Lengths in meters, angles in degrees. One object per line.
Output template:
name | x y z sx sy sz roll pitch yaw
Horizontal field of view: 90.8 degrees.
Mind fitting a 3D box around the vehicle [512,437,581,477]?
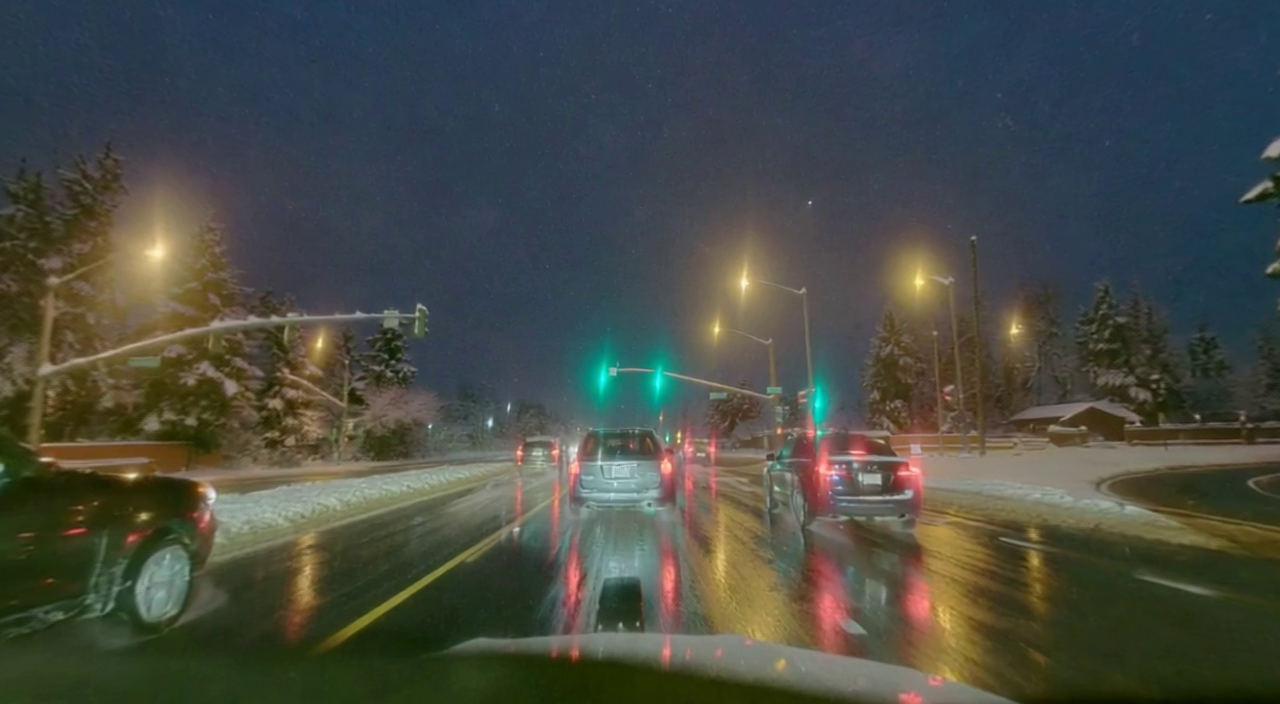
vehicle | -3.760 4.313 26.219 2.163 1.488 4.511 0 -8 0

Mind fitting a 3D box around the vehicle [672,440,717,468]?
vehicle | 3.047 5.829 36.384 2.171 1.469 4.420 0 -8 0

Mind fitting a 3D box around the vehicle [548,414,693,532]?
vehicle | -0.316 2.095 11.467 2.150 1.725 4.096 0 -8 -1

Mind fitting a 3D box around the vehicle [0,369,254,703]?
vehicle | -3.814 0.859 2.629 1.823 1.602 4.061 0 -8 0

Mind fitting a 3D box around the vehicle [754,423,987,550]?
vehicle | 3.233 1.970 9.923 2.068 1.541 4.041 0 -8 -1
